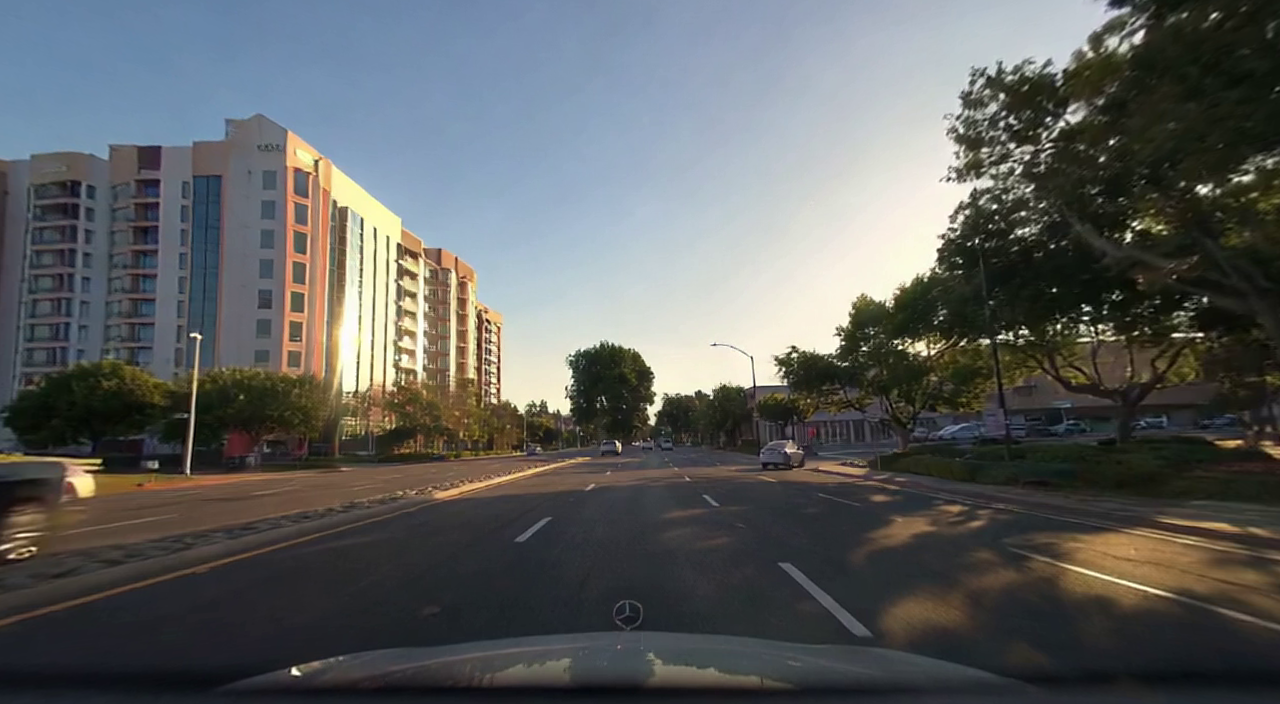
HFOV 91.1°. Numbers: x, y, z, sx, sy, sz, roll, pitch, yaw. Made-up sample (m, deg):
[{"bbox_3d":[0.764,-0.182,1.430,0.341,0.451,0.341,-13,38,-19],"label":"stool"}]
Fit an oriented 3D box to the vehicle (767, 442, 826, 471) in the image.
[{"bbox_3d":[10.129,6.675,40.445,2.129,1.696,5.061,-5,-10,32],"label":"vehicle"}]
